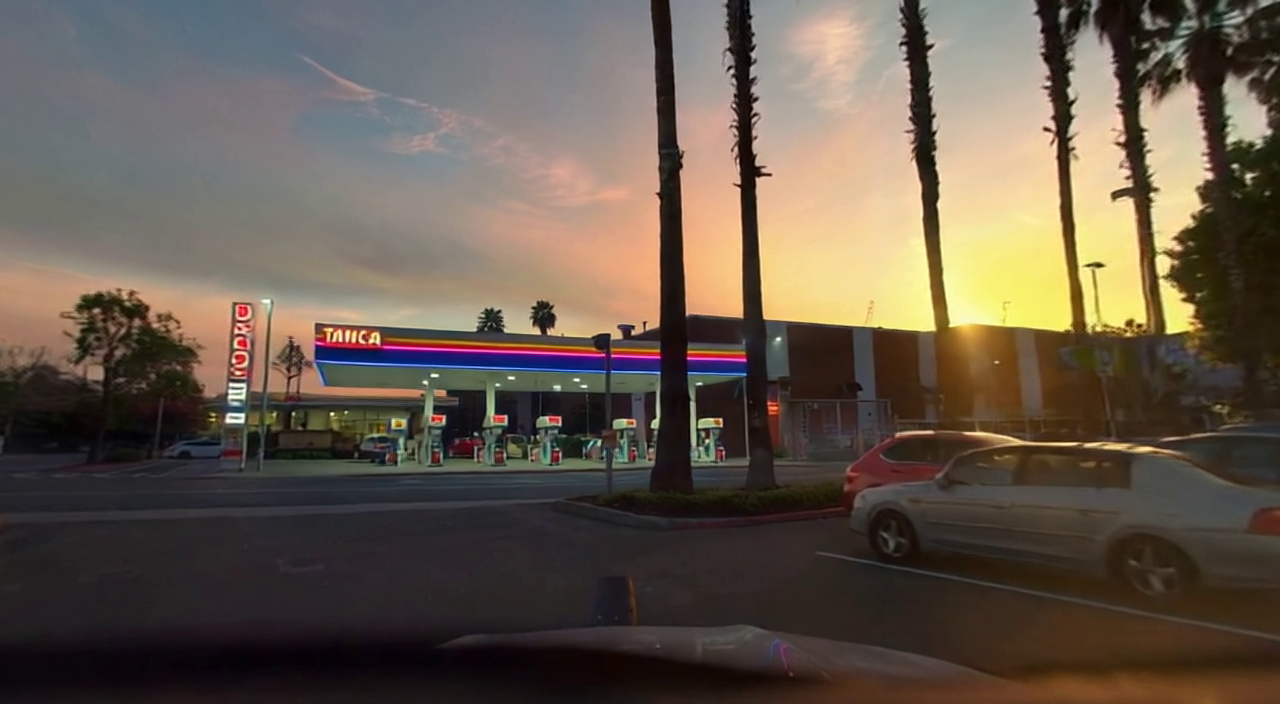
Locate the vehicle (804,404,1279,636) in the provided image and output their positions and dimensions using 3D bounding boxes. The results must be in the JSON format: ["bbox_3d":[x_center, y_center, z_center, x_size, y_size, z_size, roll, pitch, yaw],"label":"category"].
[{"bbox_3d":[4.032,1.398,6.146,1.937,1.490,4.564,5,-10,-32],"label":"vehicle"}]
